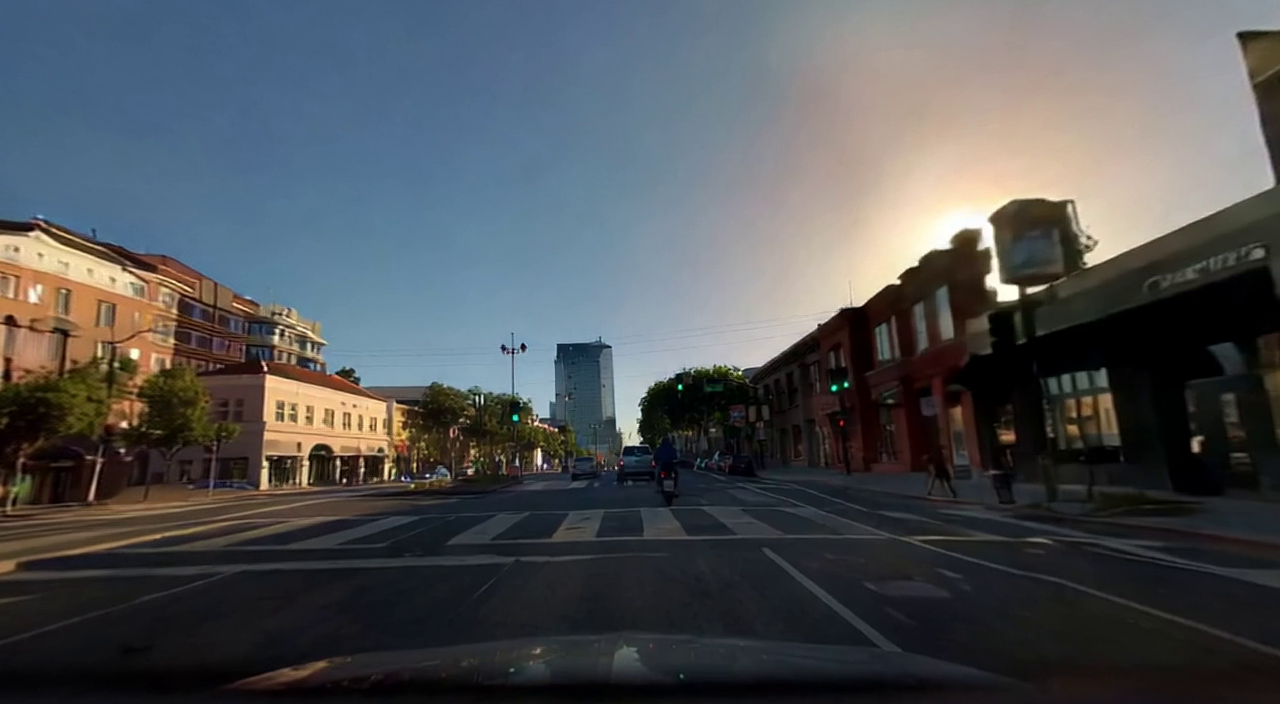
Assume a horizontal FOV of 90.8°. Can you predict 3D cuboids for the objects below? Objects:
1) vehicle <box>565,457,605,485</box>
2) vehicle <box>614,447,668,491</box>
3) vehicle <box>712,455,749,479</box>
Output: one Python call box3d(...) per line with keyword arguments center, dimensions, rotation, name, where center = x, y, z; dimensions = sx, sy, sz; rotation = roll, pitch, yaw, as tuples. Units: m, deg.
box3d(center=(-3.210, 7.069, 37.727), dimensions=(2.014, 1.470, 4.552), rotation=(0, -9, -1), name="vehicle")
box3d(center=(-0.021, 5.108, 27.983), dimensions=(2.223, 1.775, 4.250), rotation=(0, -9, -2), name="vehicle")
box3d(center=(6.706, 8.547, 47.093), dimensions=(2.069, 1.590, 4.066), rotation=(0, -9, -1), name="vehicle")
